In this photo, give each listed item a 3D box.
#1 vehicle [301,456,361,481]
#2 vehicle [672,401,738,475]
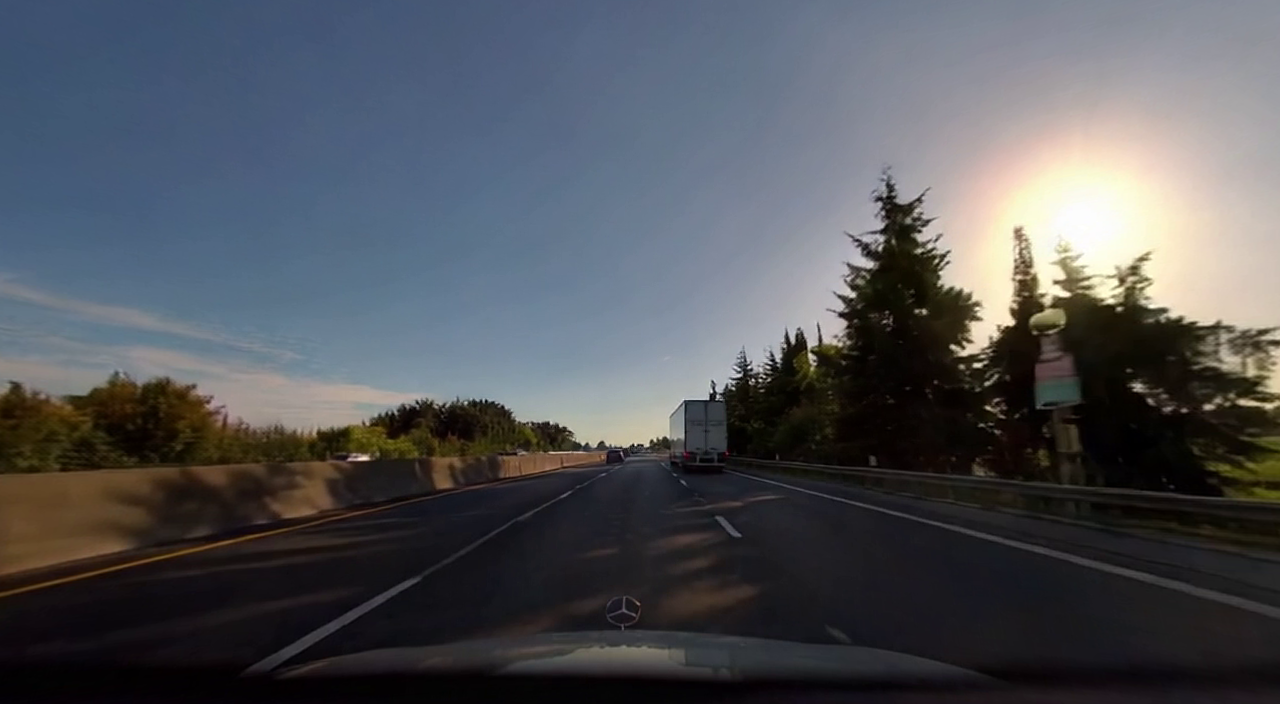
[{"bbox_3d":[-20.039,7.557,41.108,1.787,1.474,4.070,0,-9,2],"label":"vehicle"},{"bbox_3d":[3.898,5.839,41.680,2.901,4.032,14.338,0,-9,0],"label":"vehicle"}]
